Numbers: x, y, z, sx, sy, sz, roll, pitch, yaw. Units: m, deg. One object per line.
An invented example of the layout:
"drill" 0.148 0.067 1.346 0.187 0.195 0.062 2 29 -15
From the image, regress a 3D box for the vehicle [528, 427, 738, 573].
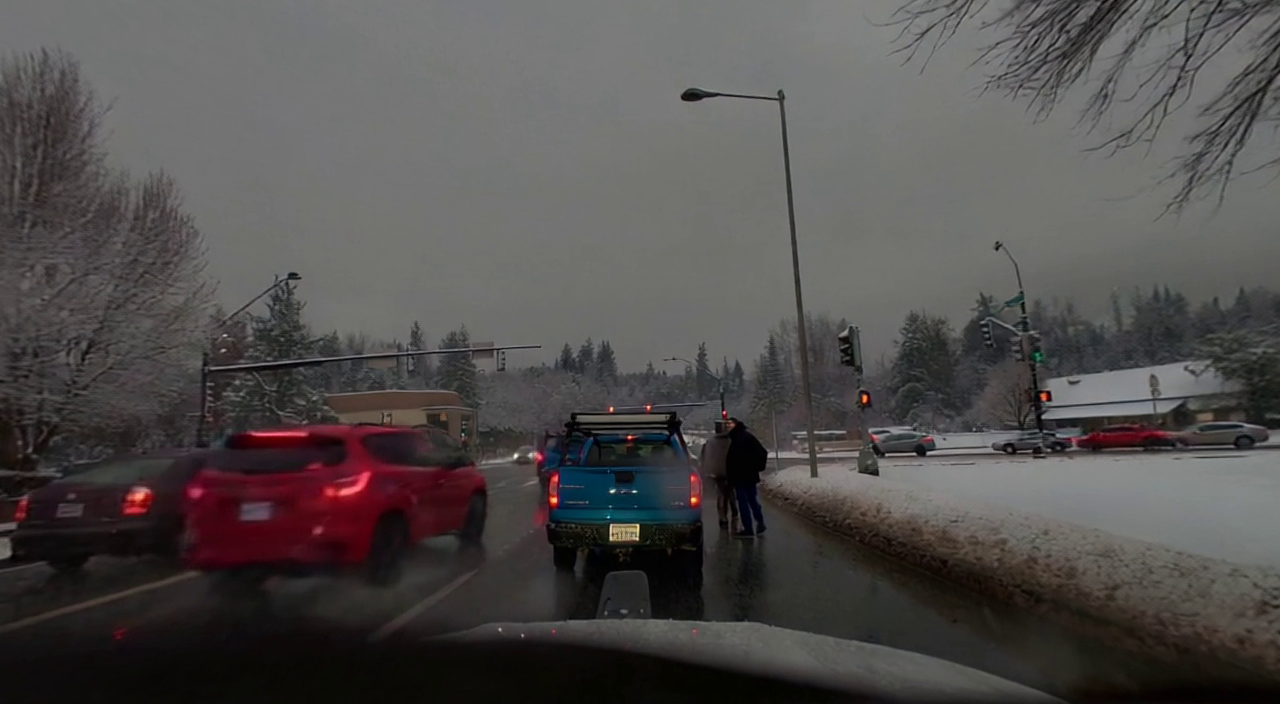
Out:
"vehicle" -0.057 1.861 8.685 2.182 1.501 4.150 0 -9 1

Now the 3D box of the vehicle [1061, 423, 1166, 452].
"vehicle" 28.998 5.314 38.668 4.814 1.700 1.895 -5 -10 29

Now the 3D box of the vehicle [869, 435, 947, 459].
"vehicle" 17.541 6.212 41.123 4.441 1.452 1.798 -5 -10 30

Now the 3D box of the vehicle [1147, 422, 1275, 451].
"vehicle" 30.539 4.588 33.788 4.739 1.472 1.804 -5 -10 29

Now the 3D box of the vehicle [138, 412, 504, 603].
"vehicle" -3.330 1.718 7.910 2.040 1.660 4.609 0 -9 2

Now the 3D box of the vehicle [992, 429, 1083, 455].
"vehicle" 23.806 5.436 37.741 4.454 1.440 1.816 -5 -10 30

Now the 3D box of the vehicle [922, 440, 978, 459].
"vehicle" 24.586 7.724 49.785 3.662 1.442 1.787 -5 -10 32
